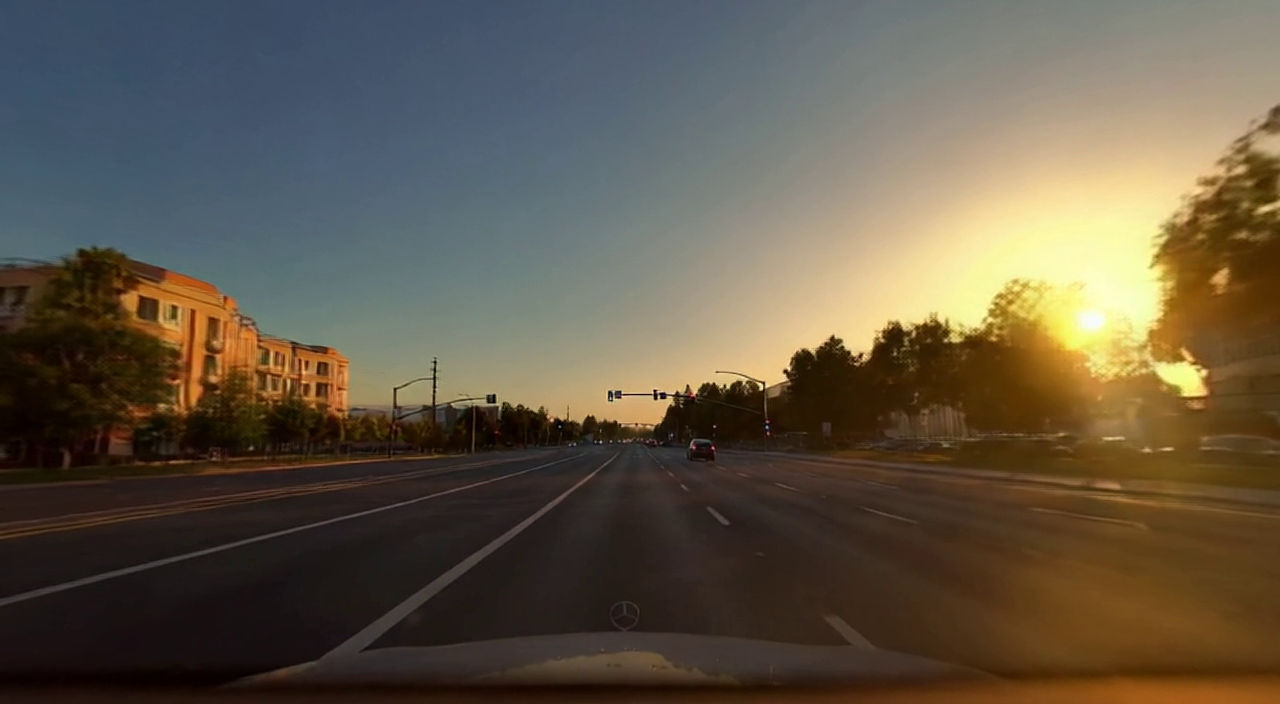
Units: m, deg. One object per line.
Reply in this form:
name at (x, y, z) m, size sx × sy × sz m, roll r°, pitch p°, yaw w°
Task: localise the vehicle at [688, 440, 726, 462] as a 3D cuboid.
vehicle at (4.833, 7.217, 46.150) m, size 2.187 × 1.475 × 4.529 m, roll 0°, pitch -9°, yaw 0°
